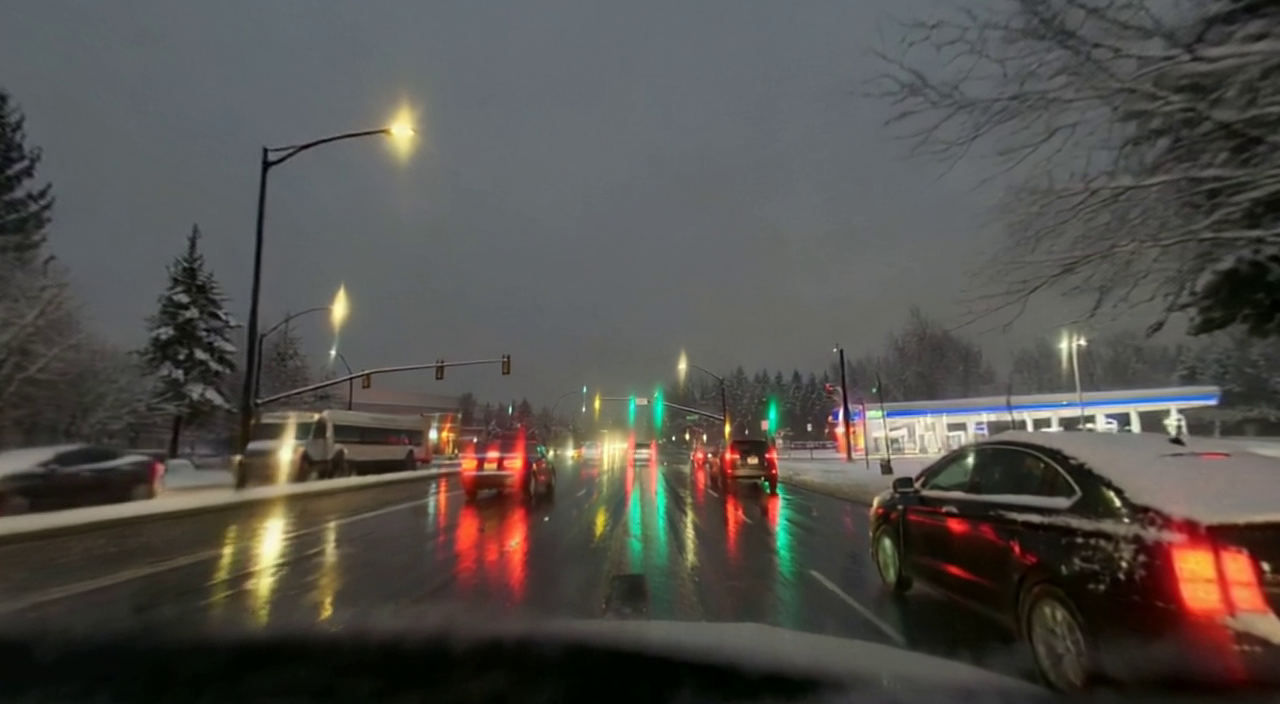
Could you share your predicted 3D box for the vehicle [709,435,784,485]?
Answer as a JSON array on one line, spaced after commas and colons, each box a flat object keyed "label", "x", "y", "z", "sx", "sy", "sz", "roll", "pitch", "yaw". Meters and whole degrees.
[{"label": "vehicle", "x": 3.852, "y": 3.994, "z": 23.546, "sx": 2.022, "sy": 1.683, "sz": 4.171, "roll": 0, "pitch": -8, "yaw": 0}]

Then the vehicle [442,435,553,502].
[{"label": "vehicle", "x": -3.761, "y": 3.135, "z": 17.440, "sx": 2.023, "sy": 1.607, "sz": 4.086, "roll": -1, "pitch": -8, "yaw": 2}]

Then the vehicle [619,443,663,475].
[{"label": "vehicle", "x": 0.077, "y": 5.463, "z": 32.430, "sx": 2.104, "sy": 1.477, "sz": 4.591, "roll": 0, "pitch": -8, "yaw": 1}]

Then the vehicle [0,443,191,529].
[{"label": "vehicle", "x": -12.268, "y": 2.711, "z": 13.450, "sx": 2.013, "sy": 1.501, "sz": 4.484, "roll": 0, "pitch": -8, "yaw": 1}]

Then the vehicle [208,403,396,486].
[{"label": "vehicle", "x": -15.819, "y": 4.550, "z": 31.000, "sx": 3.228, "sy": 3.319, "sz": 10.706, "roll": 0, "pitch": -8, "yaw": 0}]

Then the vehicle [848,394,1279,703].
[{"label": "vehicle", "x": 3.456, "y": 1.266, "z": 4.839, "sx": 2.038, "sy": 1.499, "sz": 4.868, "roll": 0, "pitch": -8, "yaw": 0}]

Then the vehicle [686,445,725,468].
[{"label": "vehicle", "x": 4.254, "y": 6.827, "z": 41.412, "sx": 2.174, "sy": 1.462, "sz": 4.400, "roll": 0, "pitch": -8, "yaw": 1}]

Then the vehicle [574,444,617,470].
[{"label": "vehicle", "x": -2.660, "y": 6.343, "z": 38.334, "sx": 2.192, "sy": 1.463, "sz": 4.211, "roll": -1, "pitch": -8, "yaw": 2}]
